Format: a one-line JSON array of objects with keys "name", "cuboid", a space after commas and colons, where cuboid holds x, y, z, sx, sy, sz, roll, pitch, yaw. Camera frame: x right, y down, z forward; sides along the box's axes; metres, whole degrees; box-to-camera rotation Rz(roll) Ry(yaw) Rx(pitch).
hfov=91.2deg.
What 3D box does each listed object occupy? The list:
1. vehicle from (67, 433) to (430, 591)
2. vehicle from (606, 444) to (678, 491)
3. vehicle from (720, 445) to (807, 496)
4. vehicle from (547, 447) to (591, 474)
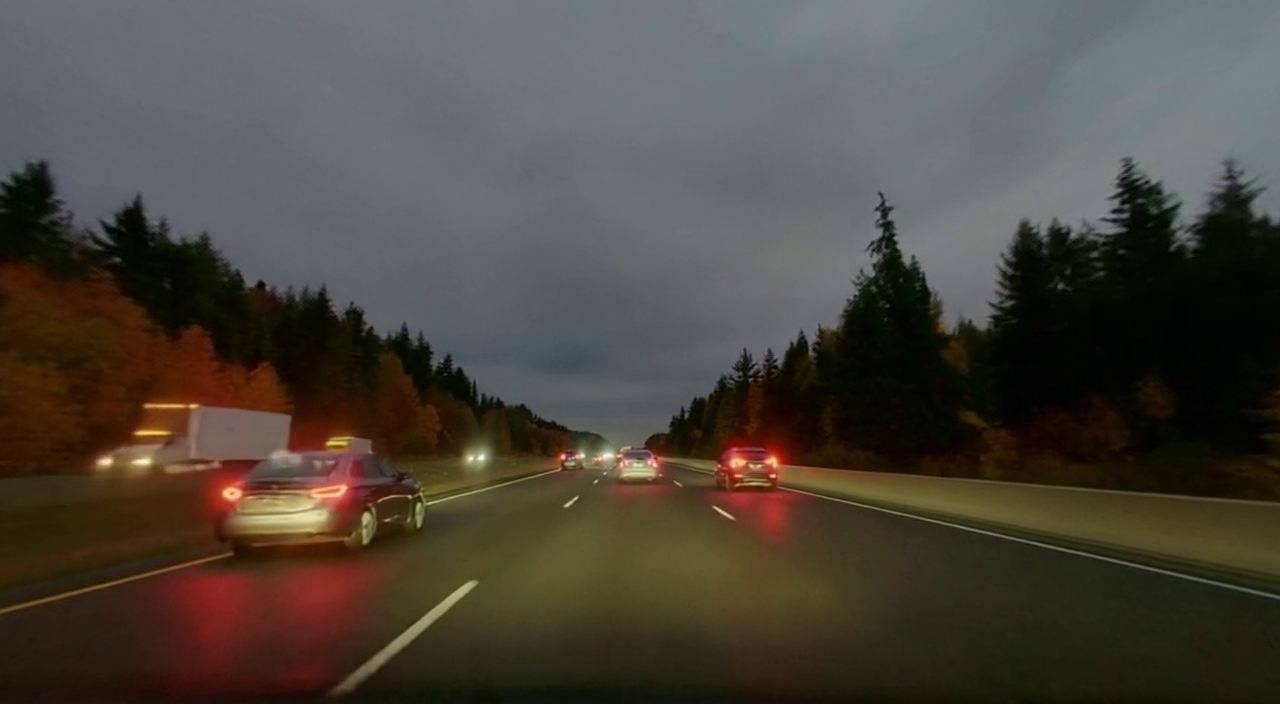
[{"name": "vehicle", "cuboid": [-4.416, 1.839, 8.062, 2.017, 1.469, 4.113, 0, -9, -1]}, {"name": "vehicle", "cuboid": [0.034, 4.569, 25.126, 2.634, 1.679, 4.070, 0, -9, -1]}, {"name": "vehicle", "cuboid": [4.120, 4.033, 21.757, 2.035, 1.571, 4.413, 0, -9, -1]}, {"name": "vehicle", "cuboid": [-4.746, 7.387, 42.819, 2.545, 1.679, 4.267, 0, -9, -1]}]
